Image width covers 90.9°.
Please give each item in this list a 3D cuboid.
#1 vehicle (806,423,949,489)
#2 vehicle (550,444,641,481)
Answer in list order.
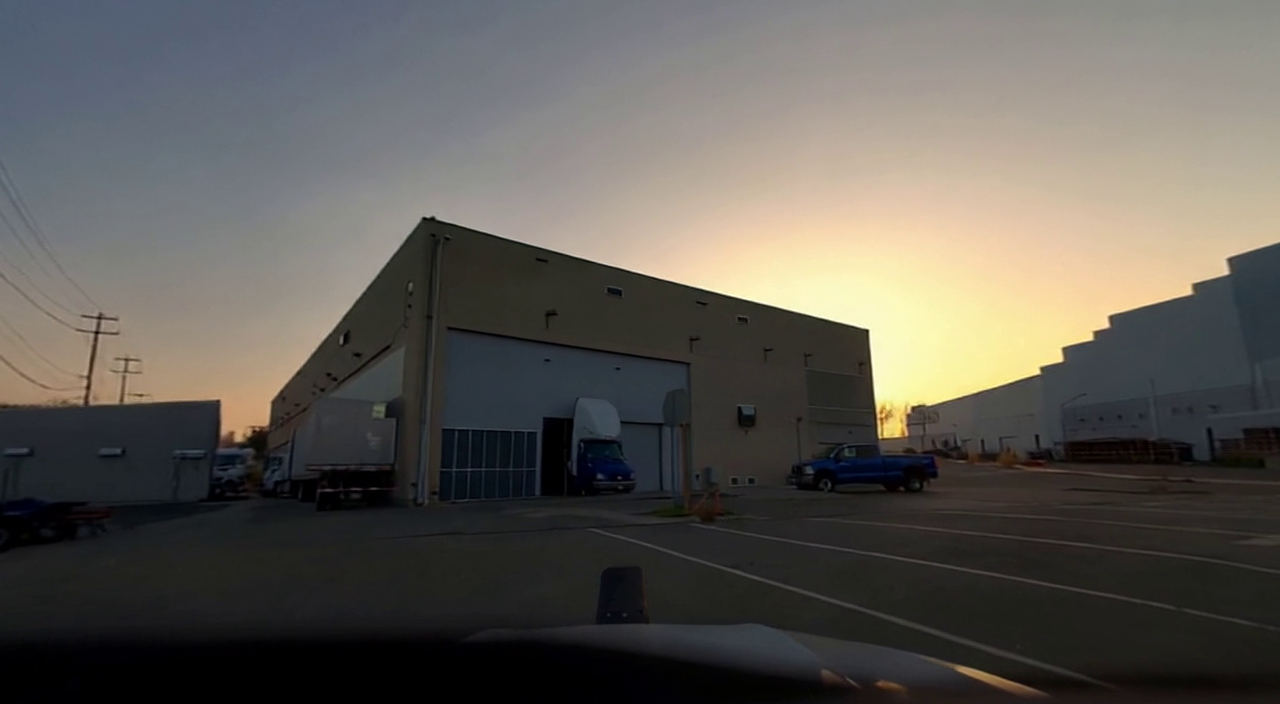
[{"bbox_3d":[11.591,5.088,30.861,6.271,3.004,2.298,3,-11,-17],"label":"vehicle"},{"bbox_3d":[-2.700,6.608,38.058,5.207,2.103,1.997,2,-9,-15],"label":"vehicle"}]
